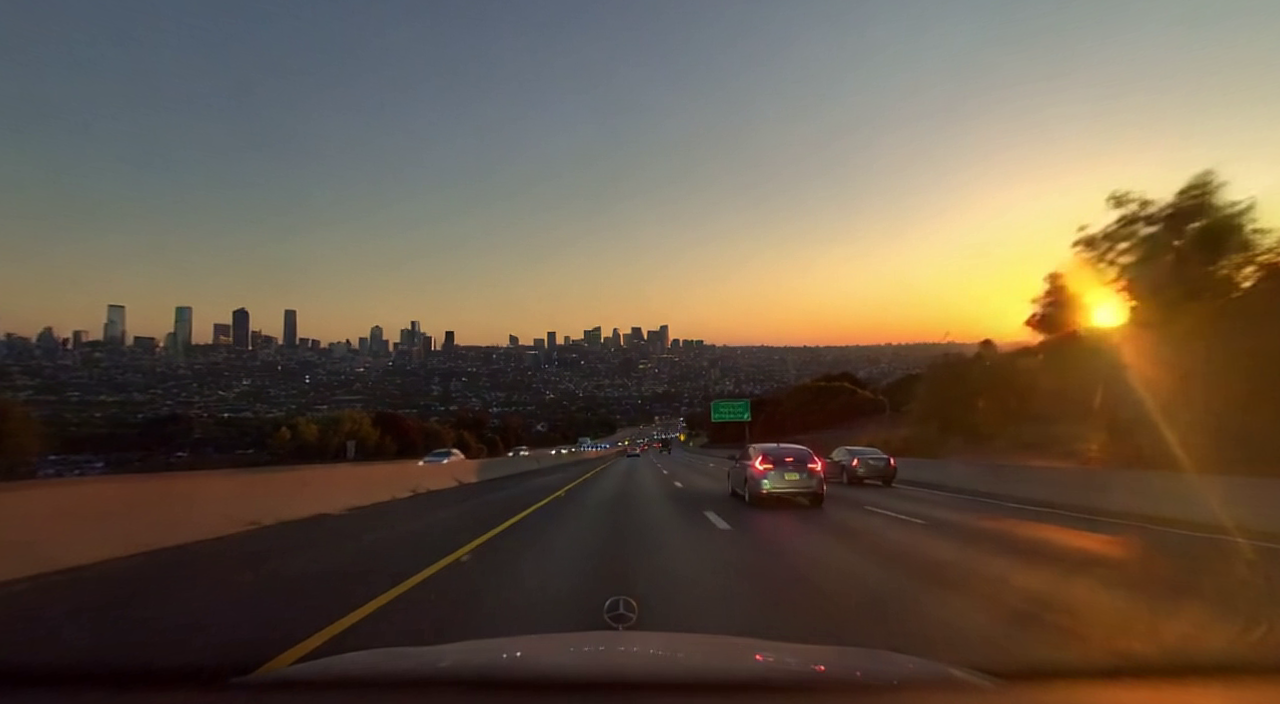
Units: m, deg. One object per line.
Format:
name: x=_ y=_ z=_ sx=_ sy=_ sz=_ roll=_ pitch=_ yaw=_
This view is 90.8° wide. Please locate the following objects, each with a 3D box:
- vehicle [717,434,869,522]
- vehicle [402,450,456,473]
vehicle: x=2.972 y=2.565 z=13.444 sx=1.982 sy=1.533 sz=4.612 roll=0 pitch=-8 yaw=-2
vehicle: x=-14.552 y=7.550 z=43.750 sx=1.974 sy=1.491 sz=4.688 roll=0 pitch=-9 yaw=2
